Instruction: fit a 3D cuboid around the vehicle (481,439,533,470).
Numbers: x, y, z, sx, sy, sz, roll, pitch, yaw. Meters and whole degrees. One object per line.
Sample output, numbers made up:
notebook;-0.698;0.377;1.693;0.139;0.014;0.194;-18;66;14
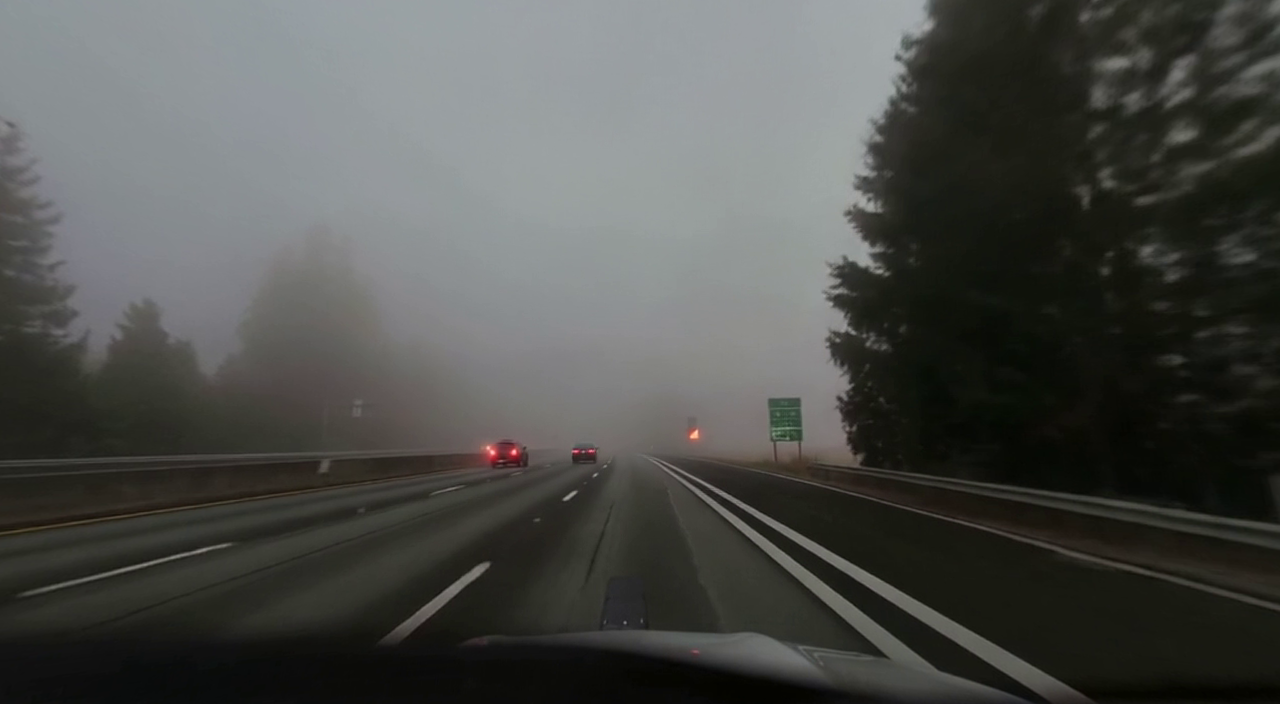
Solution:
vehicle;-7.671;5.965;36.713;2.080;1.632;4.332;0;-8;0

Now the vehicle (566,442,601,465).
vehicle;-3.894;7.124;44.019;2.075;1.516;4.212;0;-8;-1
